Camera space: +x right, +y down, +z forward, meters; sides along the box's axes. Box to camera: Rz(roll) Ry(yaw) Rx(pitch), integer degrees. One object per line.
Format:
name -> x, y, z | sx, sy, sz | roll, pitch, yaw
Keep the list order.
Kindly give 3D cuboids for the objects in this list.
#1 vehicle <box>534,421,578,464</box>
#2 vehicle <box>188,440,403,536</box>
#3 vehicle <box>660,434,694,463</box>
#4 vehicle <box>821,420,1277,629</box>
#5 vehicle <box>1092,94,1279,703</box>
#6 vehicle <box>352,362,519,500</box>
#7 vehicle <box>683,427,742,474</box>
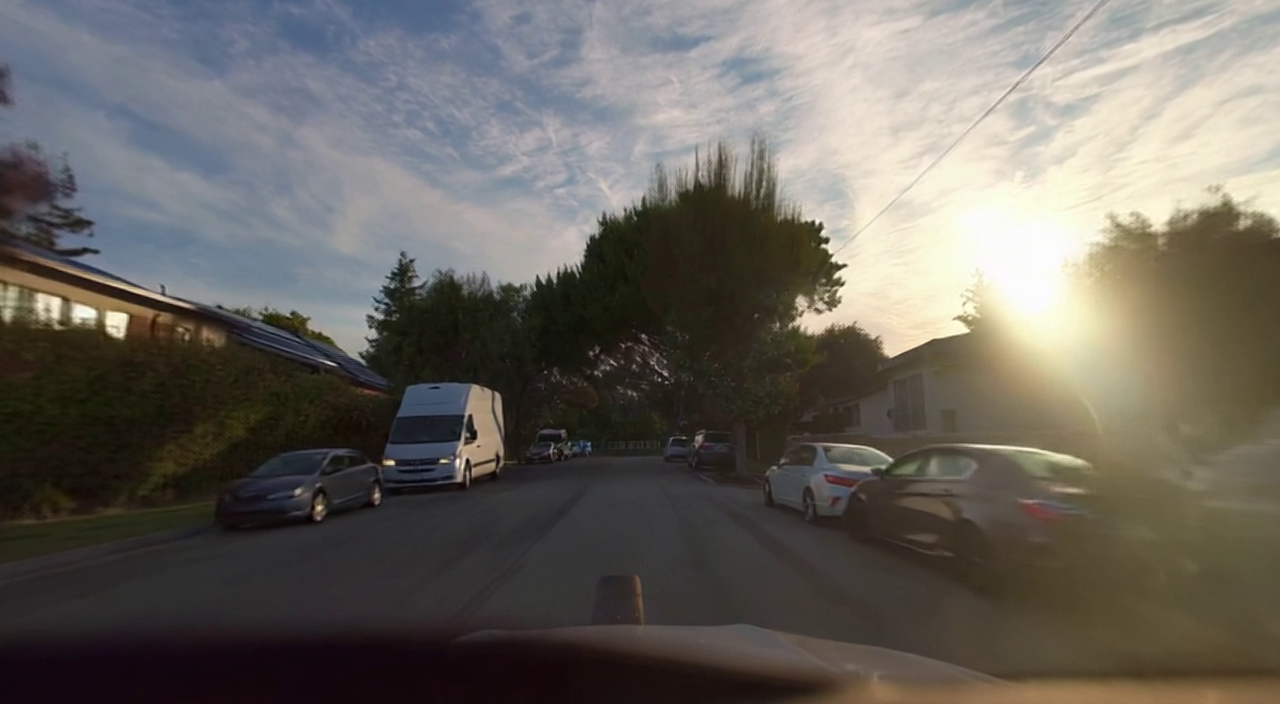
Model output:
vehicle -> -5.837, 6.339, 44.134 | 2.408, 2.782, 3.837 | -3, -8, 0
vehicle -> -6.255, 2.448, 12.104 | 1.921, 1.470, 4.068 | 0, -8, -2
vehicle -> 2.416, 6.438, 42.164 | 1.918, 1.815, 4.400 | 0, -8, -1
vehicle -> 3.554, 1.517, 6.705 | 1.867, 1.470, 4.312 | 0, -8, -2
vehicle -> 3.428, 0.137, 0.762 | 2.215, 2.542, 4.550 | -2, -7, 0
vehicle -> -6.176, 2.617, 20.761 | 2.896, 3.648, 8.004 | 0, -8, -1
vehicle -> 3.041, 4.226, 27.335 | 1.965, 1.855, 4.677 | 0, -8, -1
